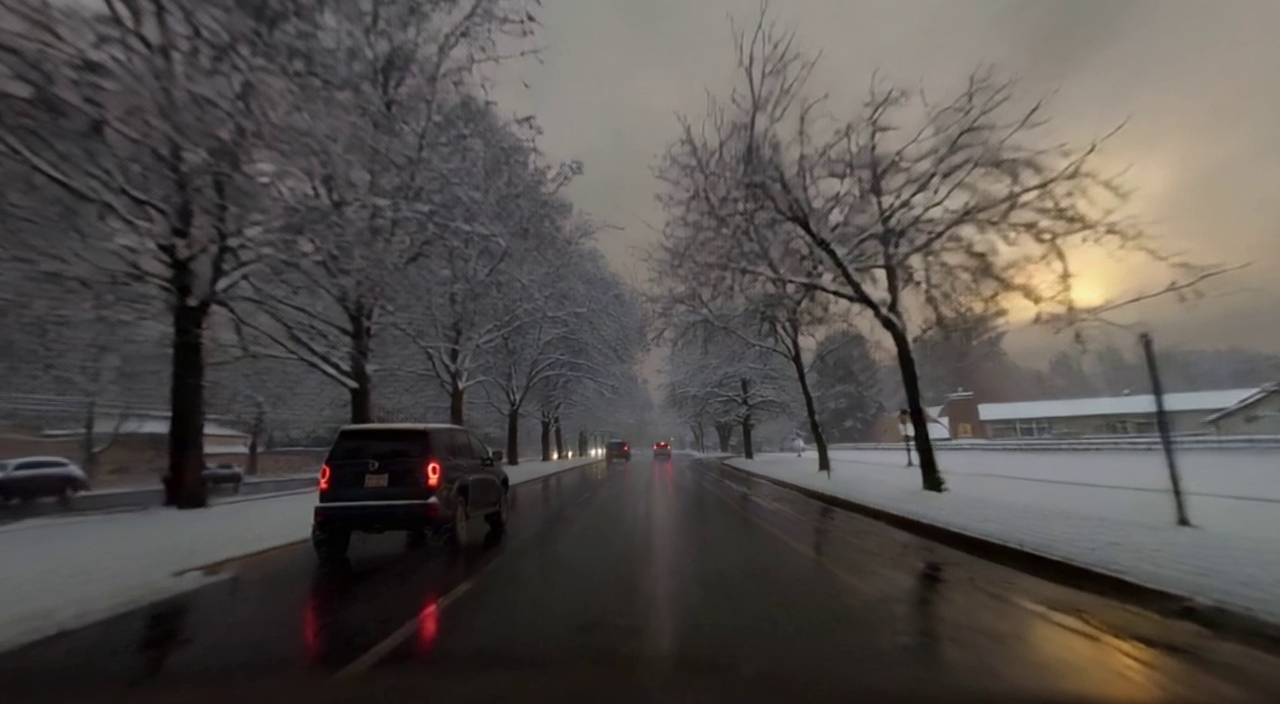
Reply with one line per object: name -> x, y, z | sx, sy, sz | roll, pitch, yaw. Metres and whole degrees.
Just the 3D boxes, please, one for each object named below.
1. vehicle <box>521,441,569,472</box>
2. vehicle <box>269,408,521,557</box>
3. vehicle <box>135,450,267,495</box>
vehicle -> -5.572, 6.208, 37.554 | 1.985, 1.708, 4.310 | -1, -8, 3
vehicle -> -3.357, 1.883, 9.786 | 2.123, 1.761, 4.322 | 0, -8, 1
vehicle -> -21.947, 6.003, 31.961 | 2.259, 1.943, 5.934 | -1, -8, 3
